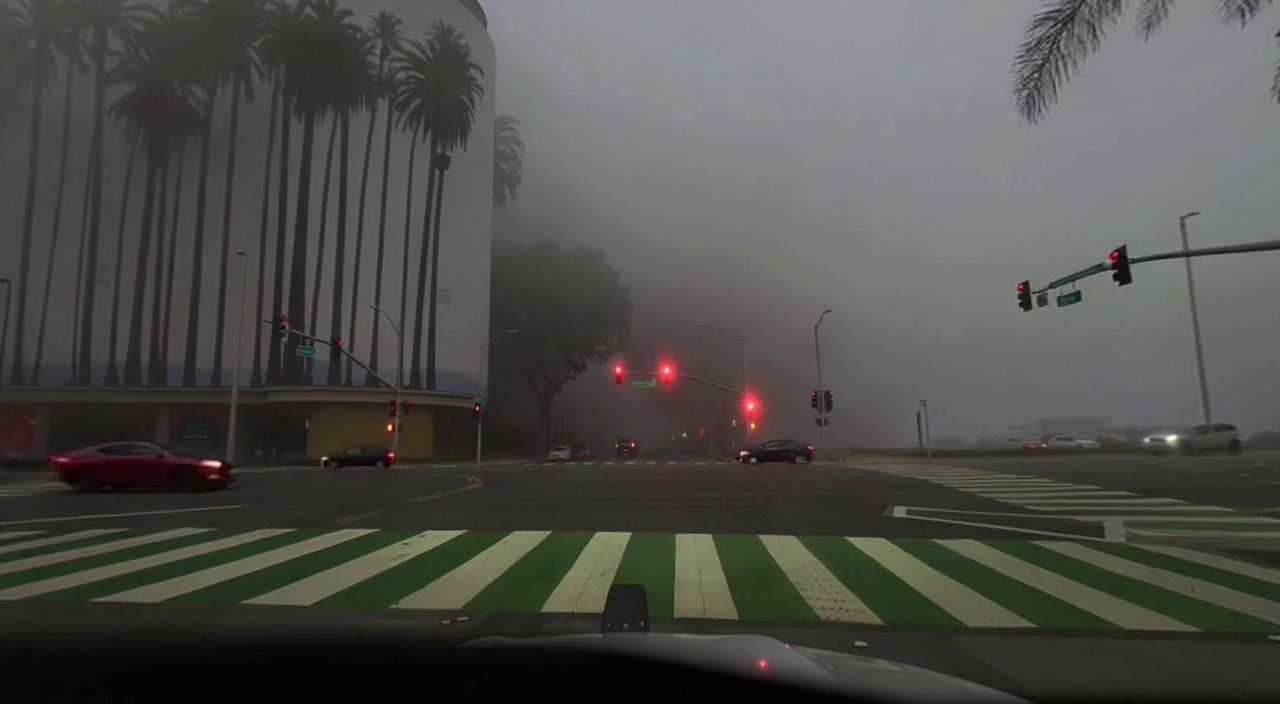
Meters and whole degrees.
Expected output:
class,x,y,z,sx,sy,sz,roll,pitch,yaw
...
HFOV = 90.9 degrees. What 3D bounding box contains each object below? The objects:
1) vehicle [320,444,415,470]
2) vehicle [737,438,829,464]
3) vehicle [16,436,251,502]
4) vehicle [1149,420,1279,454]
class,x,y,z,sx,sy,sz,roll,pitch,yaw
vehicle,-16.063,6.216,37.362,4.784,1.465,1.798,0,-8,0
vehicle,8.285,5.753,36.763,4.893,1.458,1.791,0,-8,0
vehicle,-13.822,3.192,17.398,4.875,1.669,1.953,-1,-8,3
vehicle,33.447,4.983,36.787,5.477,1.880,2.125,0,-8,1
